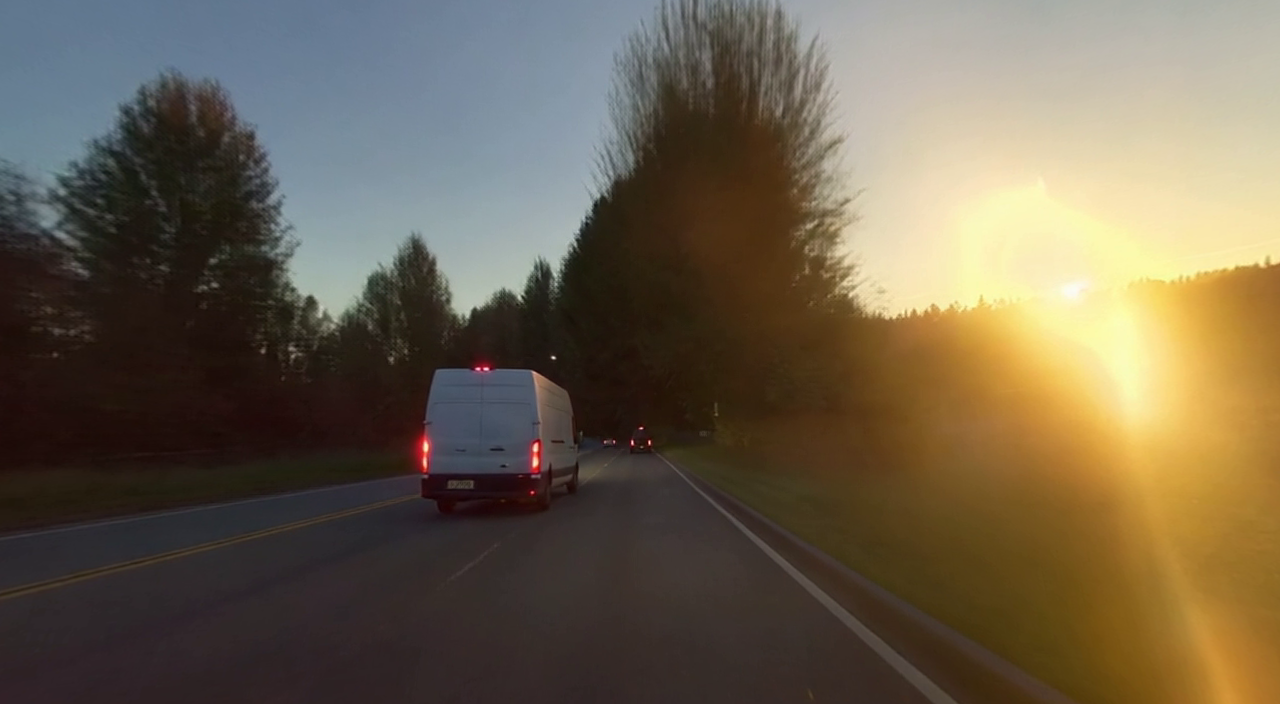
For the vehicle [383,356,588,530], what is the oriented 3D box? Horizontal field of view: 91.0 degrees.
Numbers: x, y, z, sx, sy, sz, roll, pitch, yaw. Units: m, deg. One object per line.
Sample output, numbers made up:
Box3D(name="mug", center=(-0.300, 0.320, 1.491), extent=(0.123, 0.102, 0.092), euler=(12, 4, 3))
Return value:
Box3D(name="vehicle", center=(-2.567, 1.786, 12.567), extent=(2.497, 2.628, 6.016), euler=(0, -8, 1))
